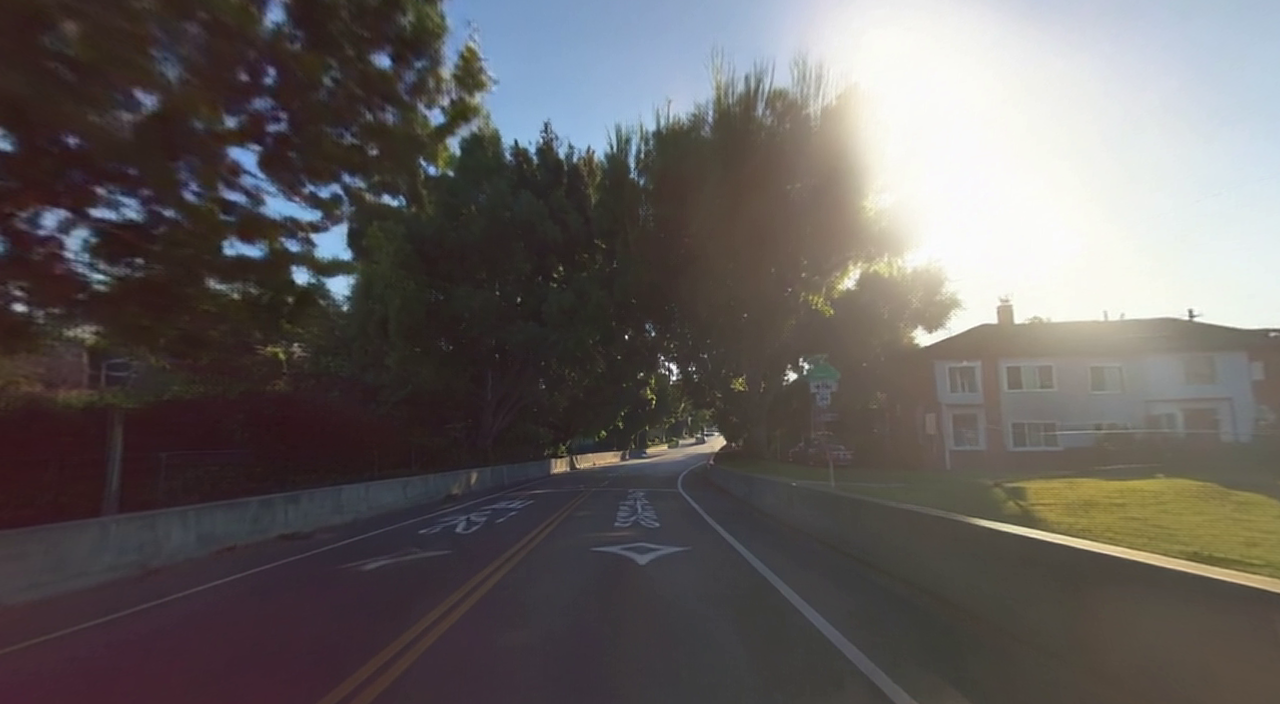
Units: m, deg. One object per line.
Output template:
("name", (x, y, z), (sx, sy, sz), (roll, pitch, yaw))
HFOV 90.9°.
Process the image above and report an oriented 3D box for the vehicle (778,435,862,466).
("vehicle", (10.982, 6.059, 38.789), (4.614, 1.764, 1.860), (-2, -8, 6))
